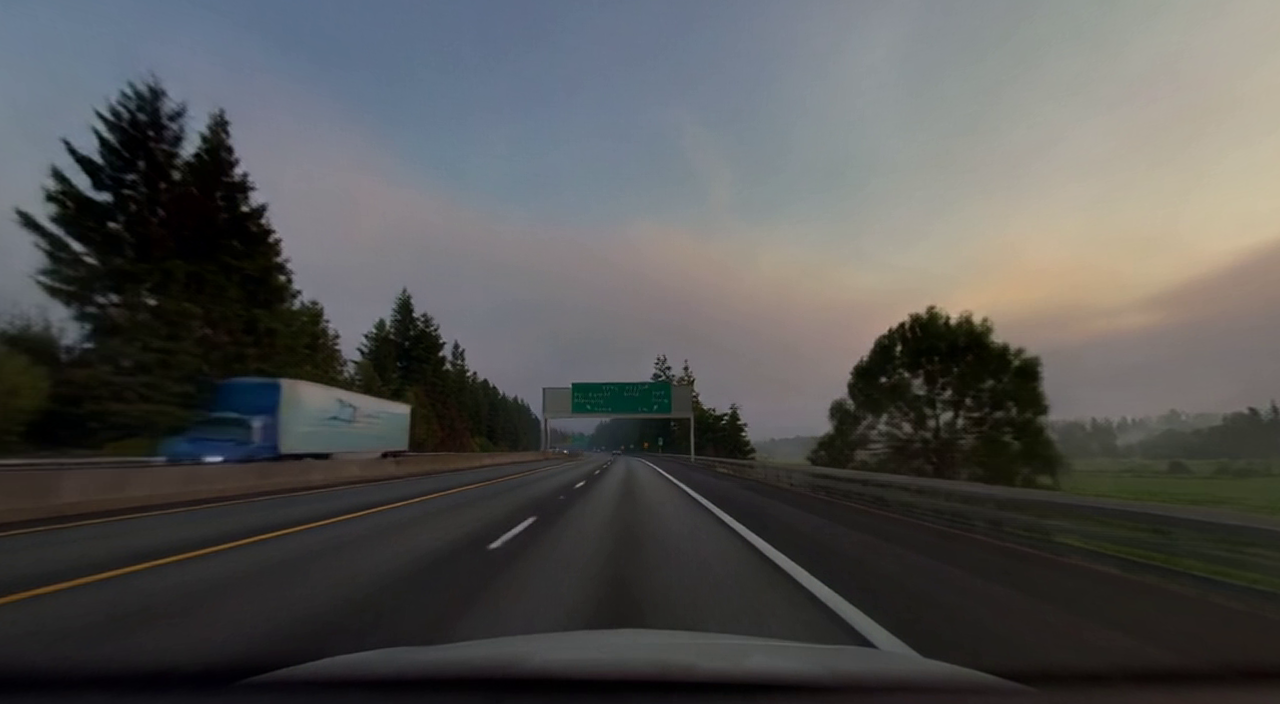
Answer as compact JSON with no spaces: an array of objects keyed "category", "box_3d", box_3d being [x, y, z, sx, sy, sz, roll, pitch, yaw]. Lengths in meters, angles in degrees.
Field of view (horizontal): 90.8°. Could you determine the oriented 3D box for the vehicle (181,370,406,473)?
[{"category":"vehicle","box_3d":[-16.908,4.088,33.621,2.908,4.077,17.001,0,-9,-2]}]
